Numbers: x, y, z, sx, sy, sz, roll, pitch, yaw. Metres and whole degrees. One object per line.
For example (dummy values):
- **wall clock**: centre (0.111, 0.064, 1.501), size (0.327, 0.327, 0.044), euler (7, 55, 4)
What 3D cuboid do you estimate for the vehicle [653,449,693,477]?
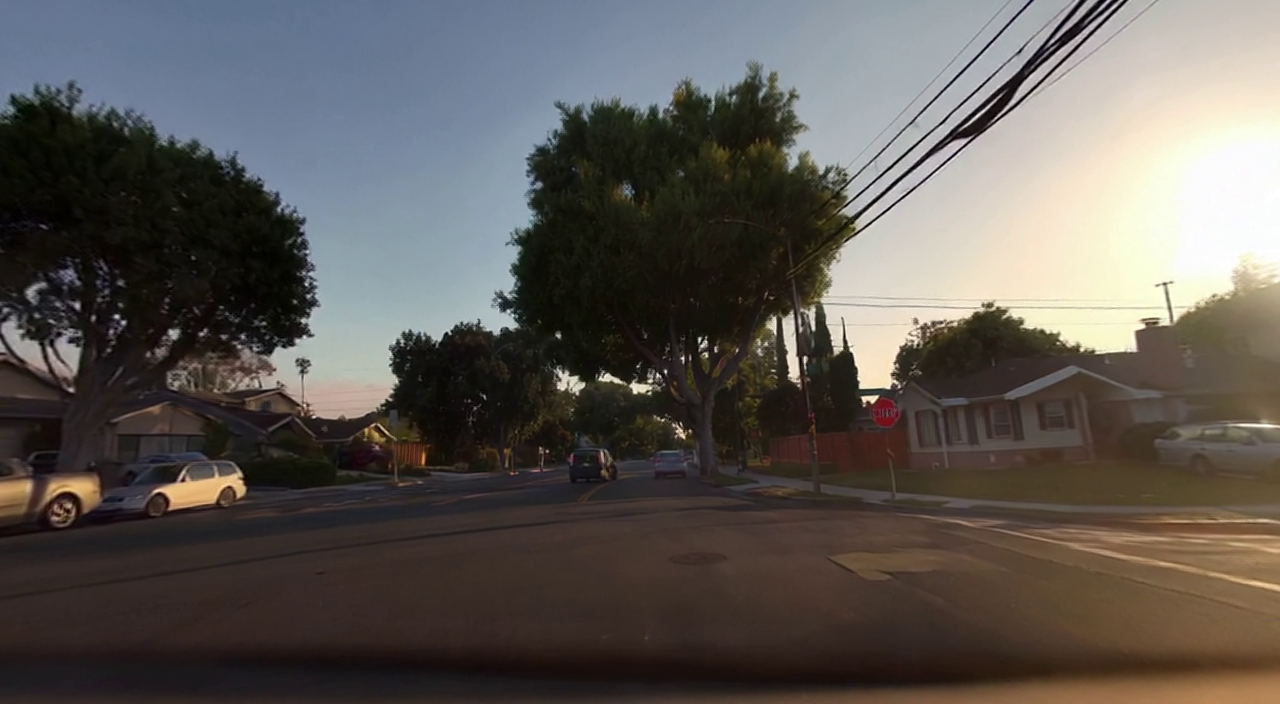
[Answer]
- **vehicle**: centre (1.986, 6.331, 36.250), size (1.955, 1.459, 4.383), euler (-1, -9, 7)

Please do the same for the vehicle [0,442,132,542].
- **vehicle**: centre (-14.124, 2.965, 13.064), size (2.191, 1.980, 5.888), euler (-4, -8, 1)

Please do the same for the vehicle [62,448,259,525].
- **vehicle**: centre (-13.798, 3.890, 18.615), size (2.076, 1.864, 4.730), euler (-3, -10, 1)

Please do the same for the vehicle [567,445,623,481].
- **vehicle**: centre (-2.253, 5.754, 32.947), size (2.178, 1.695, 4.339), euler (-1, -9, 6)
